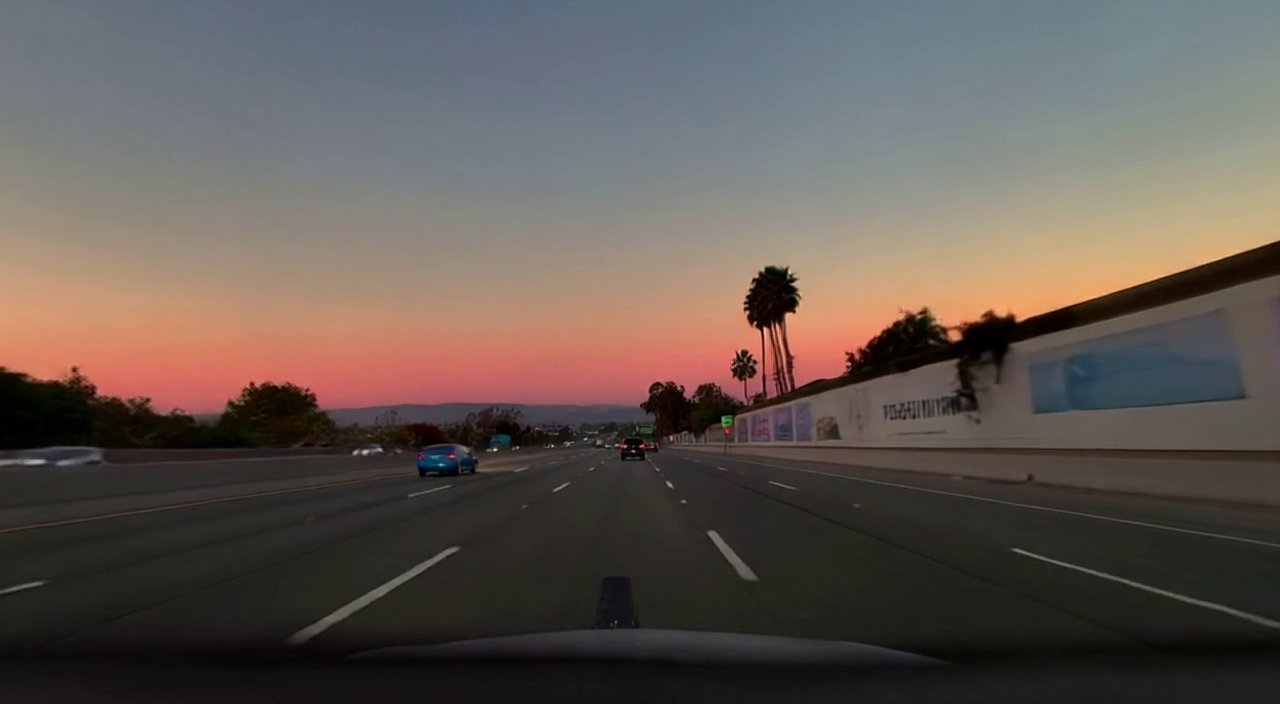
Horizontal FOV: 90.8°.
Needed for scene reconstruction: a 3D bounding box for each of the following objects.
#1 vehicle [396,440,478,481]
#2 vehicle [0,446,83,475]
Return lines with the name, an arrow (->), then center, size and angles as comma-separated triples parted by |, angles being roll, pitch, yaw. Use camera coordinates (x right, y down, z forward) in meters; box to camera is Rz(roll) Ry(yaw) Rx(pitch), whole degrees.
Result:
vehicle -> -8.407, 4.535, 26.598 | 1.971, 1.552, 4.465 | 0, -9, 0
vehicle -> -33.535, 5.919, 34.654 | 1.860, 1.494, 4.521 | 0, -9, 0
